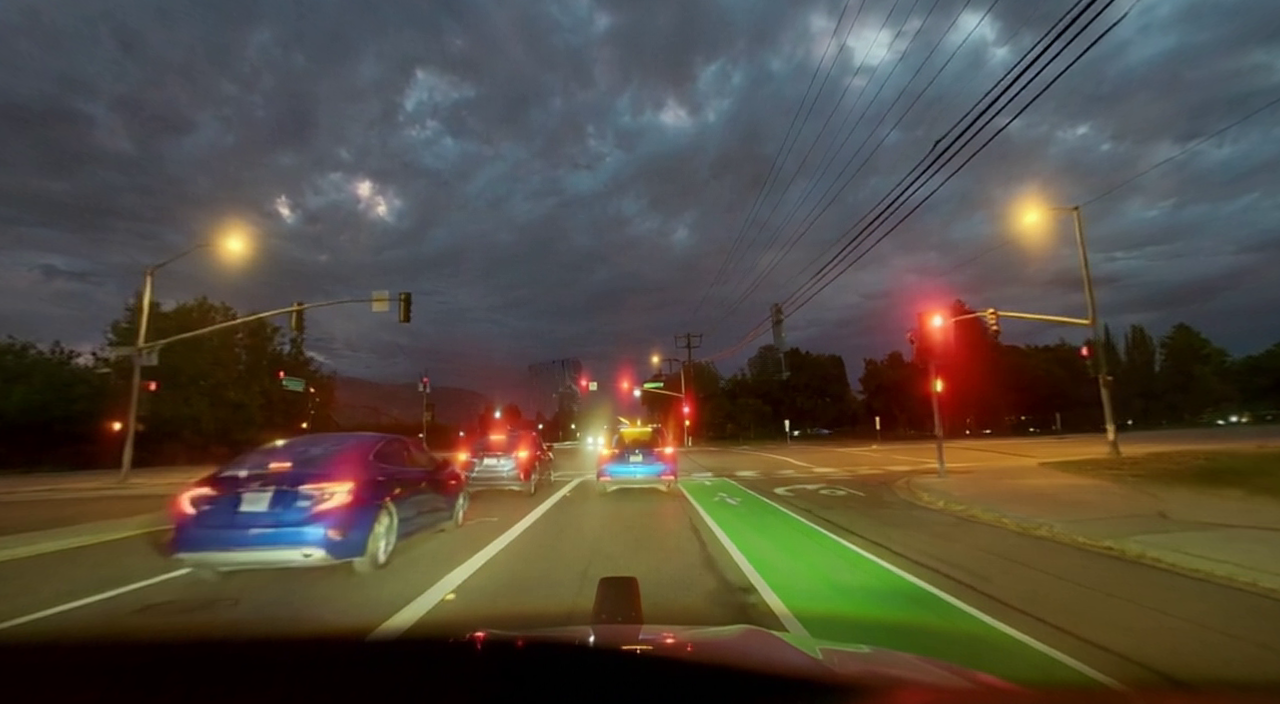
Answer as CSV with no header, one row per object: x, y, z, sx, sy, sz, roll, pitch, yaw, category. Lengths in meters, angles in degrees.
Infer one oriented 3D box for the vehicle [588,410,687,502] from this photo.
-0.094,2.572,15.770,2.036,1.885,5.196,0,-9,-1,vehicle

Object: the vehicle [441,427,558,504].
-3.043,2.554,14.513,1.726,1.506,3.840,0,-9,1,vehicle

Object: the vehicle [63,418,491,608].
-3.518,1.618,7.734,2.138,1.488,5.327,0,-7,-1,vehicle
